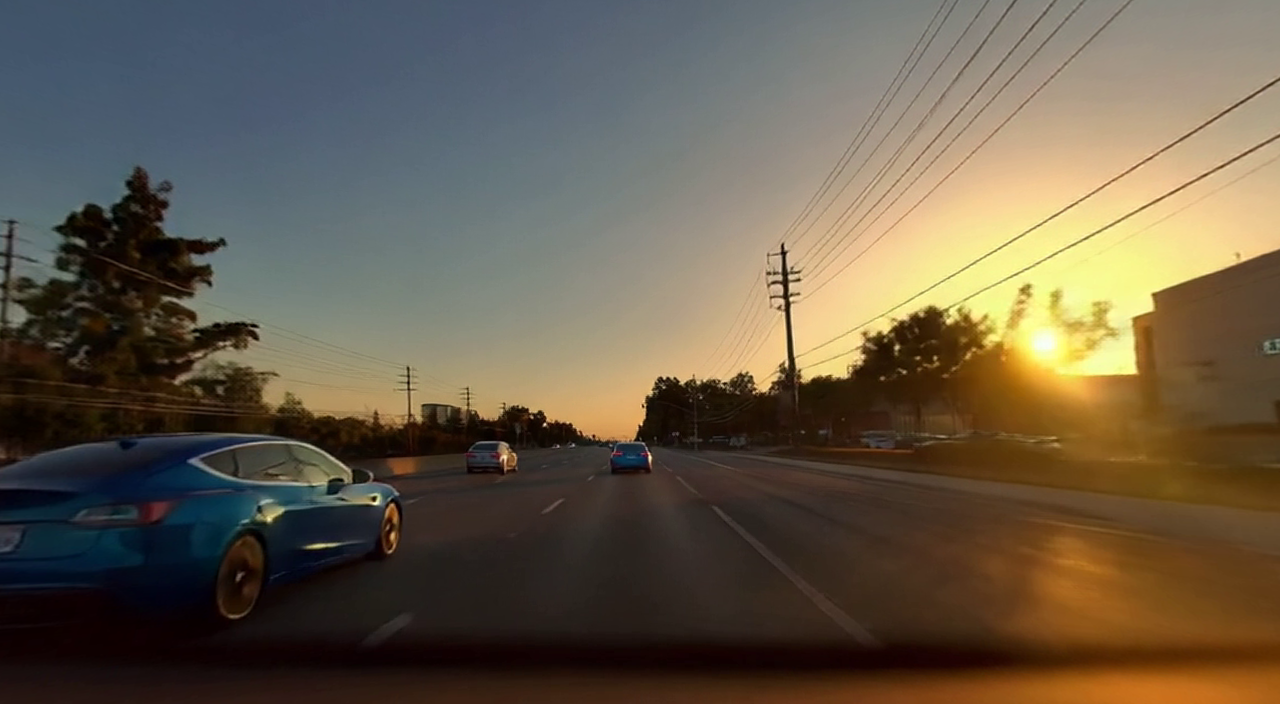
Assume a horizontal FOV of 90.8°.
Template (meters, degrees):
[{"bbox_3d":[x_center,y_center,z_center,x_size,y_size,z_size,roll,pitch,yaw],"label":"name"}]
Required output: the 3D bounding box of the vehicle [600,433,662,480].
[{"bbox_3d":[-0.324,4.025,24.555,2.189,1.652,4.135,0,-8,0],"label":"vehicle"}]

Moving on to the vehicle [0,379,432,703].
[{"bbox_3d":[-3.572,1.283,5.216,1.985,1.607,4.892,0,-8,1],"label":"vehicle"}]

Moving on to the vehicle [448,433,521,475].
[{"bbox_3d":[-7.276,4.834,30.090,2.203,1.819,4.547,0,-8,1],"label":"vehicle"}]
